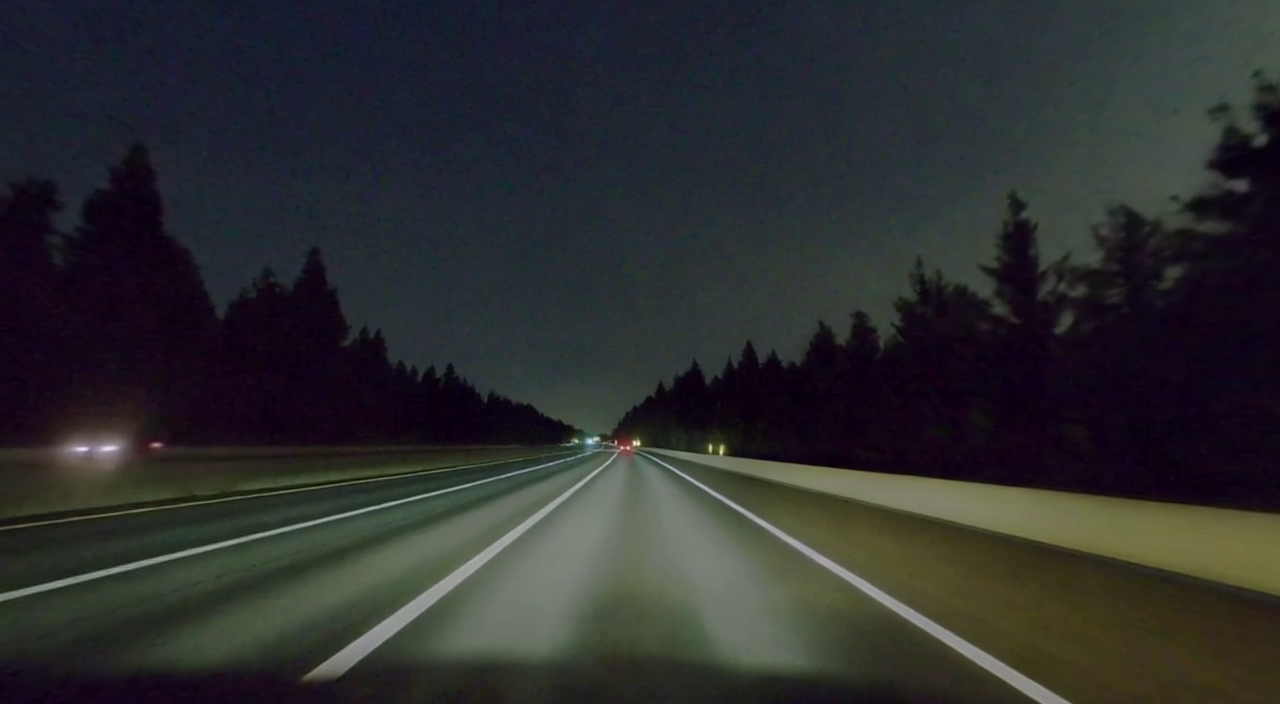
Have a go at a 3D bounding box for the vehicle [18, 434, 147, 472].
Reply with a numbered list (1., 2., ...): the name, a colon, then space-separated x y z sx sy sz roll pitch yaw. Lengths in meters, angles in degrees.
1. vehicle: -25.123 4.563 28.525 1.848 1.590 4.326 0 -9 0
